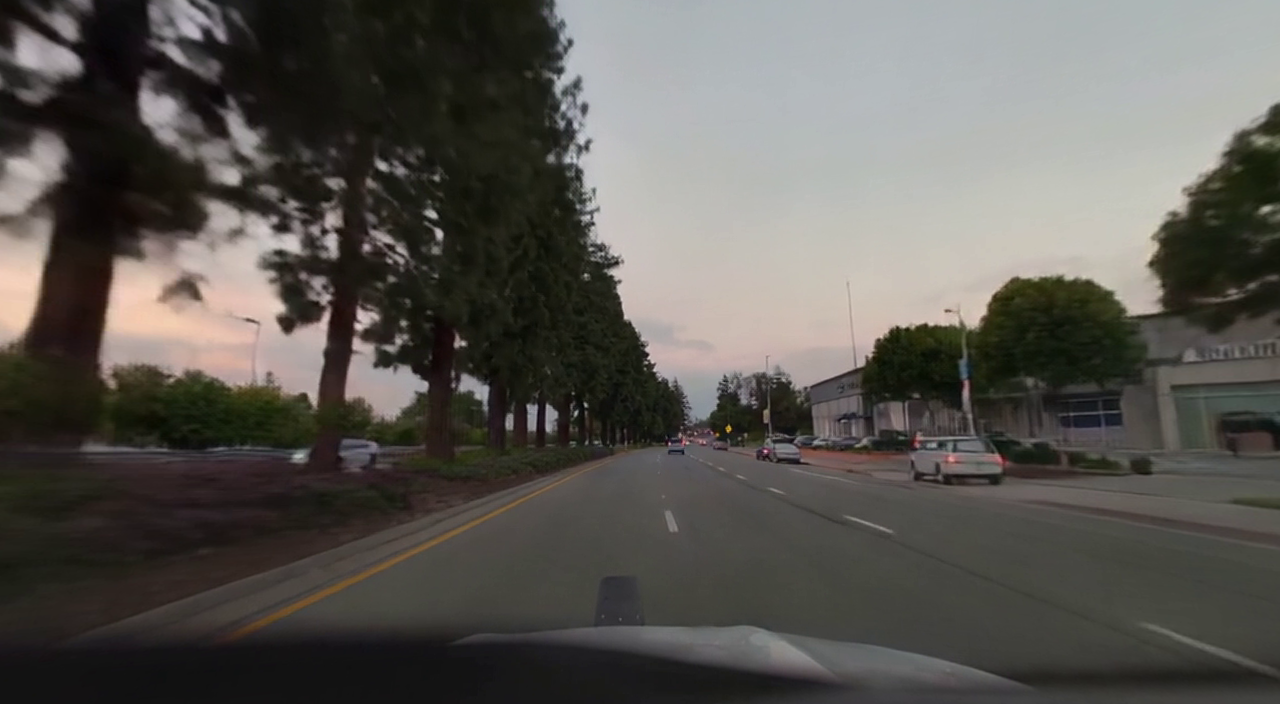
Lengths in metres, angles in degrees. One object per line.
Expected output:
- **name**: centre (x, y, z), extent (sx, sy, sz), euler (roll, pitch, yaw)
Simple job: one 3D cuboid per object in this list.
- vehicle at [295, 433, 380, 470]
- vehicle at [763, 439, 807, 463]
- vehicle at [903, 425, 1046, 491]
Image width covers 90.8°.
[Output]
- **vehicle**: centre (-13.551, 4.520, 28.585), extent (1.802, 1.535, 4.031), euler (-1, -9, 1)
- **vehicle**: centre (9.420, 6.460, 41.355), extent (2.022, 1.449, 4.706), euler (-1, -9, 4)
- **vehicle**: centre (11.065, 3.551, 21.463), extent (2.264, 1.958, 5.135), euler (-1, -9, 4)
